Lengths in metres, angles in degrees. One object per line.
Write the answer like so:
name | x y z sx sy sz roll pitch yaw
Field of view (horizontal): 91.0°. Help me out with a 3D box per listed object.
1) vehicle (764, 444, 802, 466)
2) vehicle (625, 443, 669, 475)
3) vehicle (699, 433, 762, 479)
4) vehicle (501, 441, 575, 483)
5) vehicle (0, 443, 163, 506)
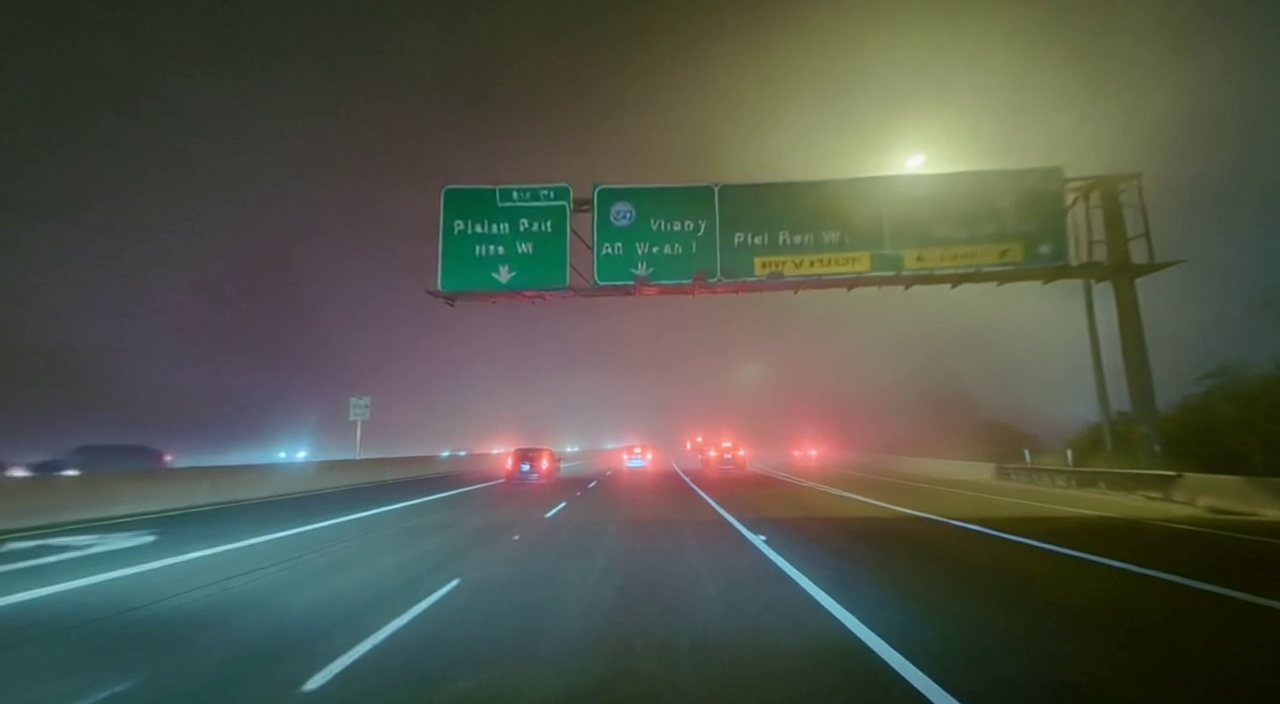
vehicle | 10.135 7.337 44.964 1.971 1.464 4.357 -1 -9 3
vehicle | 0.366 5.297 31.378 2.071 1.478 4.130 0 -9 1
vehicle | 3.704 4.366 26.604 2.045 1.768 4.249 0 -9 1
vehicle | -3.885 4.288 24.779 1.996 1.488 4.451 0 -9 3
vehicle | -16.656 3.448 18.212 1.935 1.541 4.729 0 -9 1
